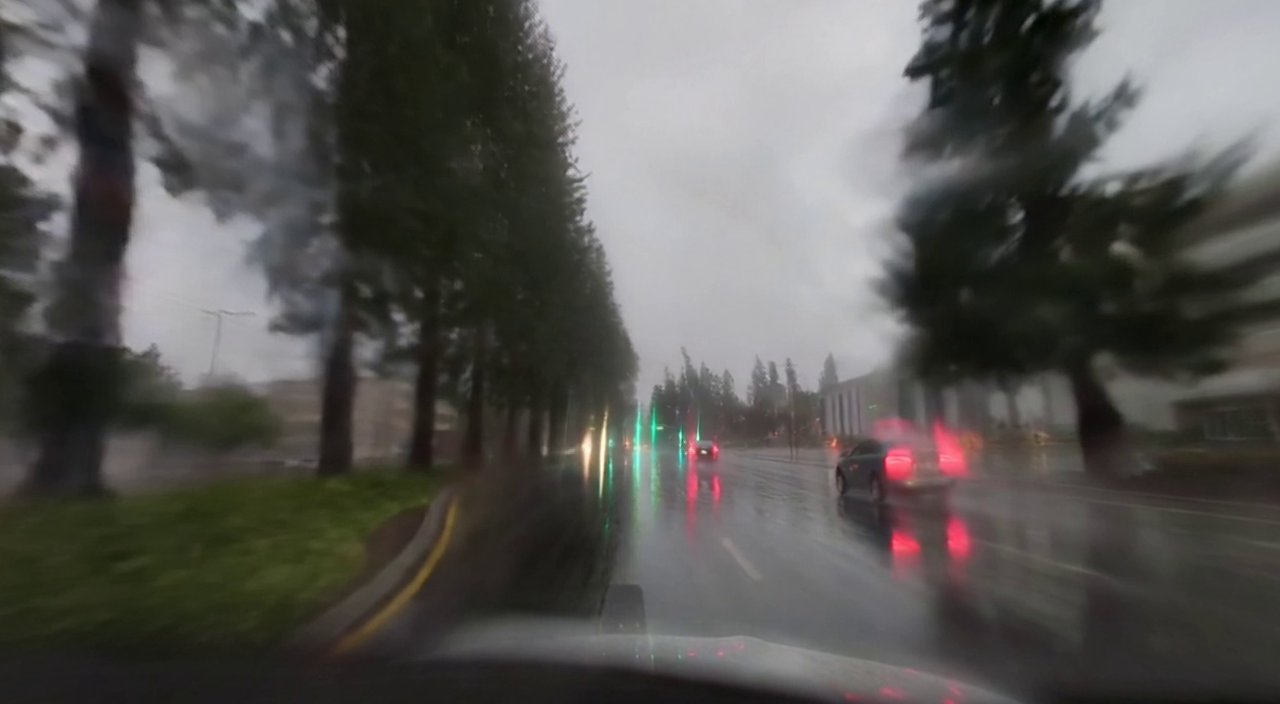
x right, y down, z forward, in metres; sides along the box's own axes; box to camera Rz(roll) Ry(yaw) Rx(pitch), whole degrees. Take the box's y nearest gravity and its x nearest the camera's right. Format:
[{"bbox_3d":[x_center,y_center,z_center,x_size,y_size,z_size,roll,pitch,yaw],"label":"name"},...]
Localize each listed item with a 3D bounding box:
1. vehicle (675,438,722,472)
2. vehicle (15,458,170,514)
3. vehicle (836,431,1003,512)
[{"bbox_3d":[3.207,5.754,35.463,2.095,1.759,4.862,0,-9,-1],"label":"vehicle"},{"bbox_3d":[-21.676,5.270,25.329,2.050,1.890,4.582,0,-9,0],"label":"vehicle"},{"bbox_3d":[6.371,2.758,15.054,2.000,1.618,4.238,0,-9,0],"label":"vehicle"}]
